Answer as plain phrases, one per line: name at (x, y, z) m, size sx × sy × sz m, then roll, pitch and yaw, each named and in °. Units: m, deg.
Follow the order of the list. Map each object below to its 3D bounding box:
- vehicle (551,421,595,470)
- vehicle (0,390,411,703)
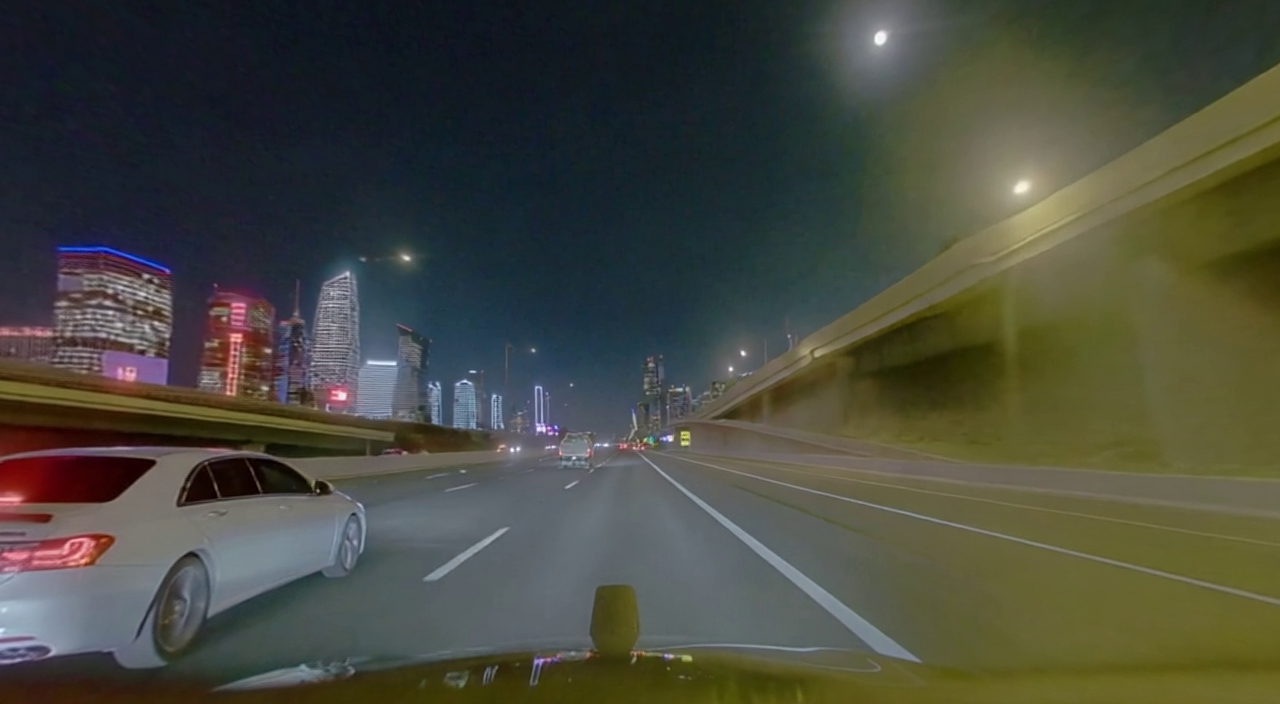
vehicle at (-4.351, 6.234, 42.220) m, size 2.364 × 2.953 × 6.732 m, roll 0°, pitch -9°, yaw -1°
vehicle at (-3.669, 1.277, 4.976) m, size 2.025 × 1.556 × 4.594 m, roll 0°, pitch -8°, yaw -1°
